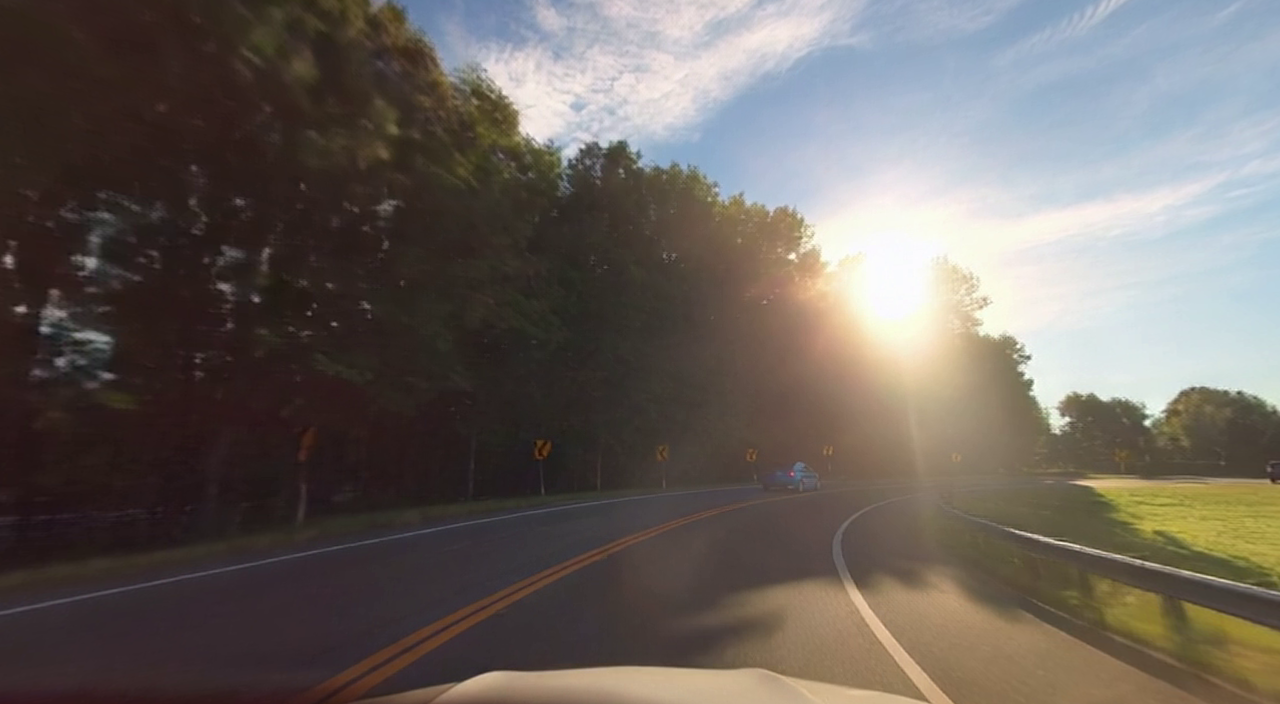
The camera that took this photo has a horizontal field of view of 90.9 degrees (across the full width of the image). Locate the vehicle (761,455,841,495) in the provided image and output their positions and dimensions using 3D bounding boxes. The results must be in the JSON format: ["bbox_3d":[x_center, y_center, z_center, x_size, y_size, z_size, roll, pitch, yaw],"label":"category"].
[{"bbox_3d":[7.472,5.627,28.972,1.997,1.692,4.422,-7,-13,36],"label":"vehicle"}]
